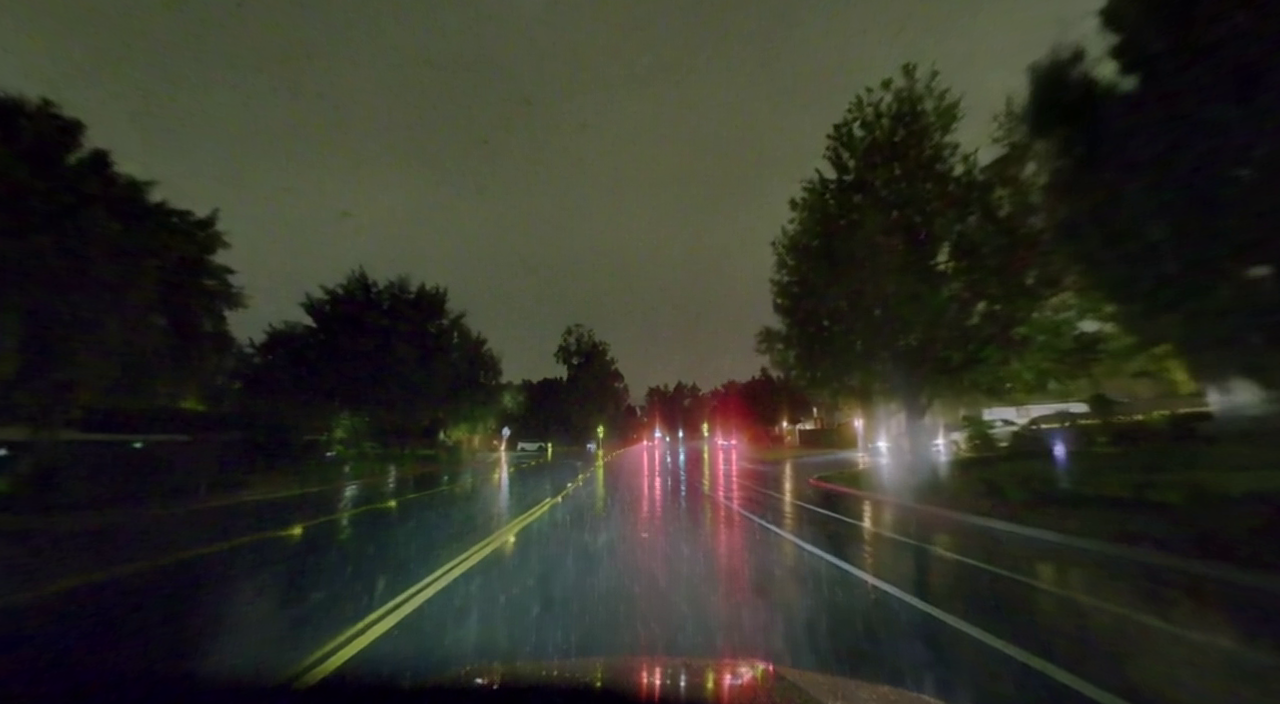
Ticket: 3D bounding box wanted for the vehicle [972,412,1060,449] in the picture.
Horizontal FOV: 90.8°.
[{"bbox_3d":[19.727,4.188,33.365,1.924,1.703,4.254,-3,-9,0],"label":"vehicle"}]
